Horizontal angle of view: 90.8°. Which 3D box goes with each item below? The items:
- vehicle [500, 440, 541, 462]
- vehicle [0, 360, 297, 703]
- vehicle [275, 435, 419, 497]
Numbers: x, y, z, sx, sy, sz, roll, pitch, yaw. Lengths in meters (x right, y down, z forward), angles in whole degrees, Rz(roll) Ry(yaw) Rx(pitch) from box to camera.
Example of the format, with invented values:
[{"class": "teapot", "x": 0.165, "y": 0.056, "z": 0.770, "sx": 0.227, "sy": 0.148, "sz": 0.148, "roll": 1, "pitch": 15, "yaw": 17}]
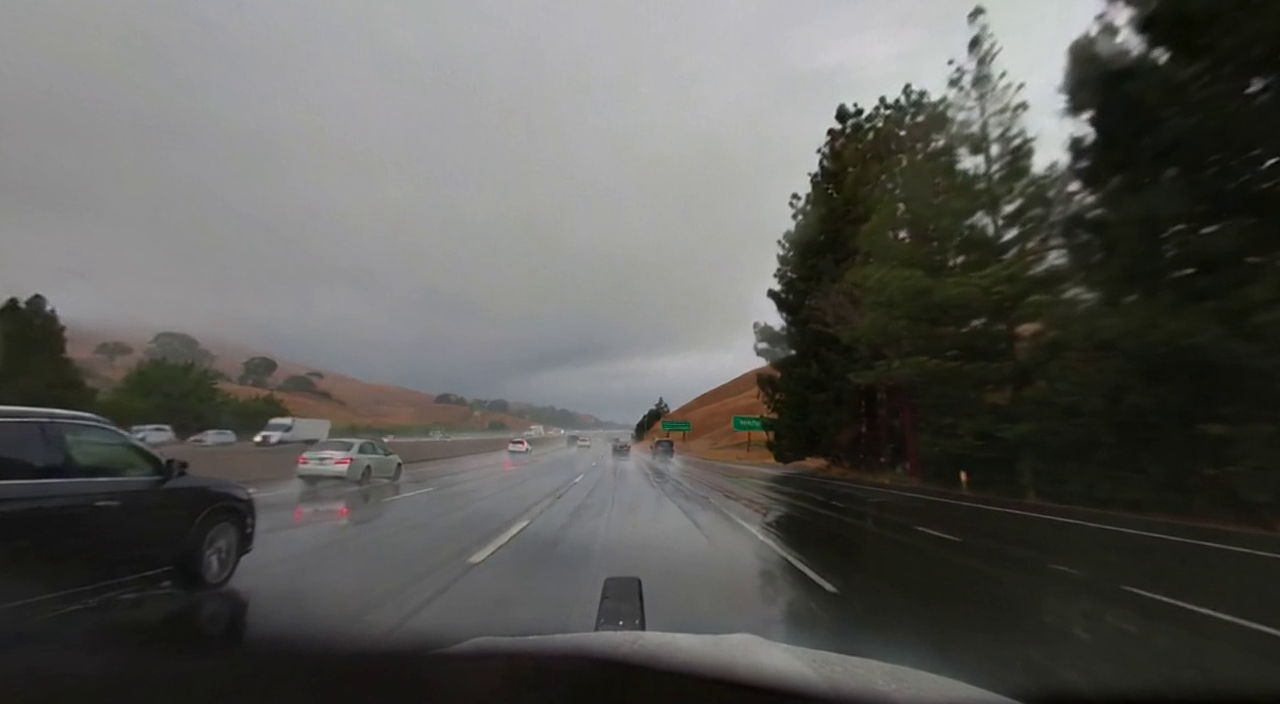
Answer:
[{"class": "vehicle", "x": -8.300, "y": 6.926, "z": 44.379, "sx": 2.020, "sy": 1.447, "sz": 4.322, "roll": 0, "pitch": -8, "yaw": 0}, {"class": "vehicle", "x": -4.177, "y": 0.926, "z": 3.257, "sx": 2.166, "sy": 1.700, "sz": 4.661, "roll": 0, "pitch": -8, "yaw": 0}, {"class": "vehicle", "x": -8.085, "y": 3.172, "z": 17.979, "sx": 1.975, "sy": 1.520, "sz": 4.390, "roll": 0, "pitch": -8, "yaw": 0}]
